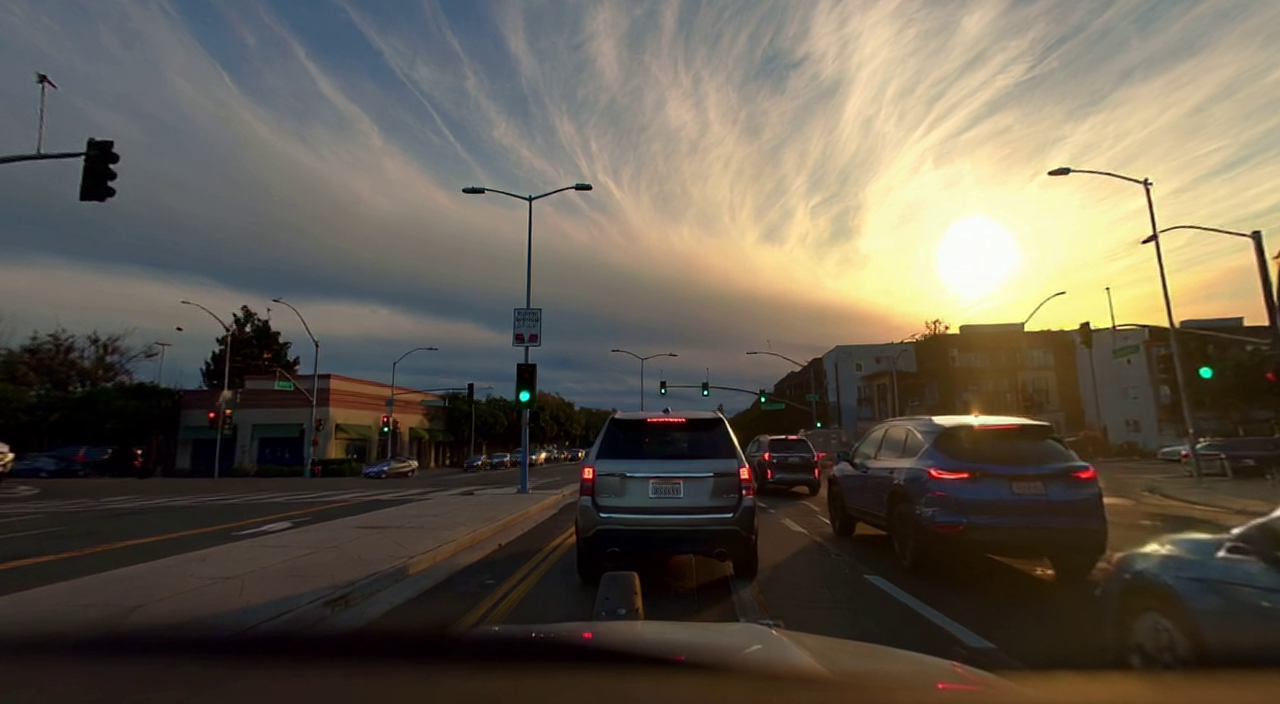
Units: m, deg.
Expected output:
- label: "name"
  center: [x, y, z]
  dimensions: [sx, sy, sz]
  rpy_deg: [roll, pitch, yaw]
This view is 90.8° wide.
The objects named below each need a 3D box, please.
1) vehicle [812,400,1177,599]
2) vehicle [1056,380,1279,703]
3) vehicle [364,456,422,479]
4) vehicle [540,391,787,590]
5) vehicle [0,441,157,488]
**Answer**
- label: "vehicle"
  center: [3.649, 1.600, 7.675]
  dimensions: [2.018, 1.701, 4.288]
  rpy_deg: [0, -9, 2]
- label: "vehicle"
  center: [3.138, 0.665, 0.839]
  dimensions: [2.056, 1.516, 4.776]
  rpy_deg: [0, -9, 2]
- label: "vehicle"
  center: [-17.767, 8.318, 45.665]
  dimensions: [1.872, 1.477, 3.981]
  rpy_deg: [-2, -9, 15]
- label: "vehicle"
  center: [0.273, 1.625, 8.172]
  dimensions: [2.292, 1.840, 4.394]
  rpy_deg: [0, -9, 2]
- label: "vehicle"
  center: [-24.572, 4.870, 27.526]
  dimensions: [5.062, 1.946, 2.243]
  rpy_deg: [0, -9, -1]
